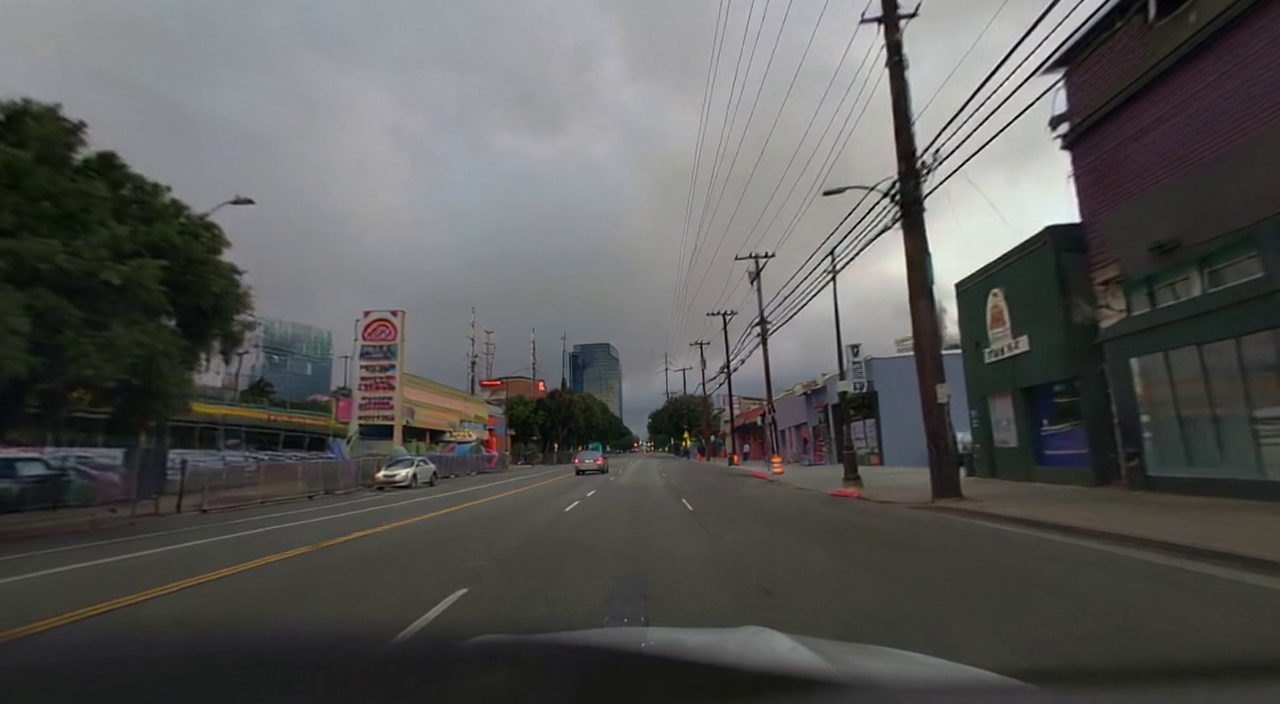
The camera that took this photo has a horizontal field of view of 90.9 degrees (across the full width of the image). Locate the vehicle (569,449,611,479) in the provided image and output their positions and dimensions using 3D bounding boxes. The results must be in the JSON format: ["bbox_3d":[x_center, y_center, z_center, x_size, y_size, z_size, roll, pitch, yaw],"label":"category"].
[{"bbox_3d":[-2.941,6.701,38.002,2.036,1.589,4.549,0,-8,1],"label":"vehicle"}]

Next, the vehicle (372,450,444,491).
[{"bbox_3d":[-11.865,6.036,32.551,2.052,1.898,4.253,0,-8,1],"label":"vehicle"}]
